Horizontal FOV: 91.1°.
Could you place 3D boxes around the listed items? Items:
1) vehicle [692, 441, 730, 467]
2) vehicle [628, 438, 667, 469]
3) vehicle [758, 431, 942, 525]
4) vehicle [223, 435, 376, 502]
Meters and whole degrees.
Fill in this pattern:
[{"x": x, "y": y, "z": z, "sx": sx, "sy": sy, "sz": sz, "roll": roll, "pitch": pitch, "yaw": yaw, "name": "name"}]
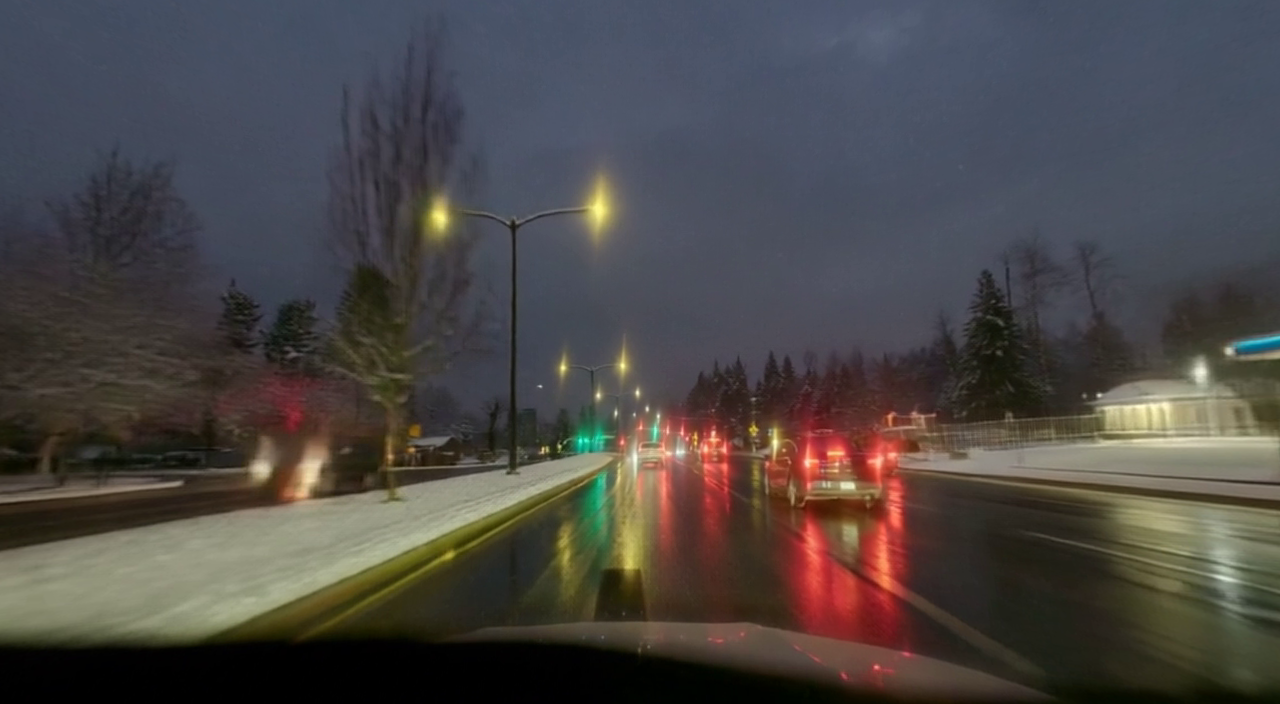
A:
[{"x": 4.519, "y": 6.565, "z": 40.566, "sx": 1.980, "sy": 1.515, "sz": 4.362, "roll": 0, "pitch": -9, "yaw": 0, "name": "vehicle"}, {"x": 0.493, "y": 5.991, "z": 37.143, "sx": 2.172, "sy": 1.694, "sz": 4.055, "roll": 0, "pitch": -9, "yaw": 1, "name": "vehicle"}, {"x": 3.897, "y": 2.435, "z": 12.739, "sx": 2.119, "sy": 1.509, "sz": 4.756, "roll": 0, "pitch": -9, "yaw": 0, "name": "vehicle"}, {"x": -9.626, "y": 3.302, "z": 18.235, "sx": 2.004, "sy": 1.683, "sz": 4.290, "roll": 0, "pitch": -9, "yaw": 0, "name": "vehicle"}]
